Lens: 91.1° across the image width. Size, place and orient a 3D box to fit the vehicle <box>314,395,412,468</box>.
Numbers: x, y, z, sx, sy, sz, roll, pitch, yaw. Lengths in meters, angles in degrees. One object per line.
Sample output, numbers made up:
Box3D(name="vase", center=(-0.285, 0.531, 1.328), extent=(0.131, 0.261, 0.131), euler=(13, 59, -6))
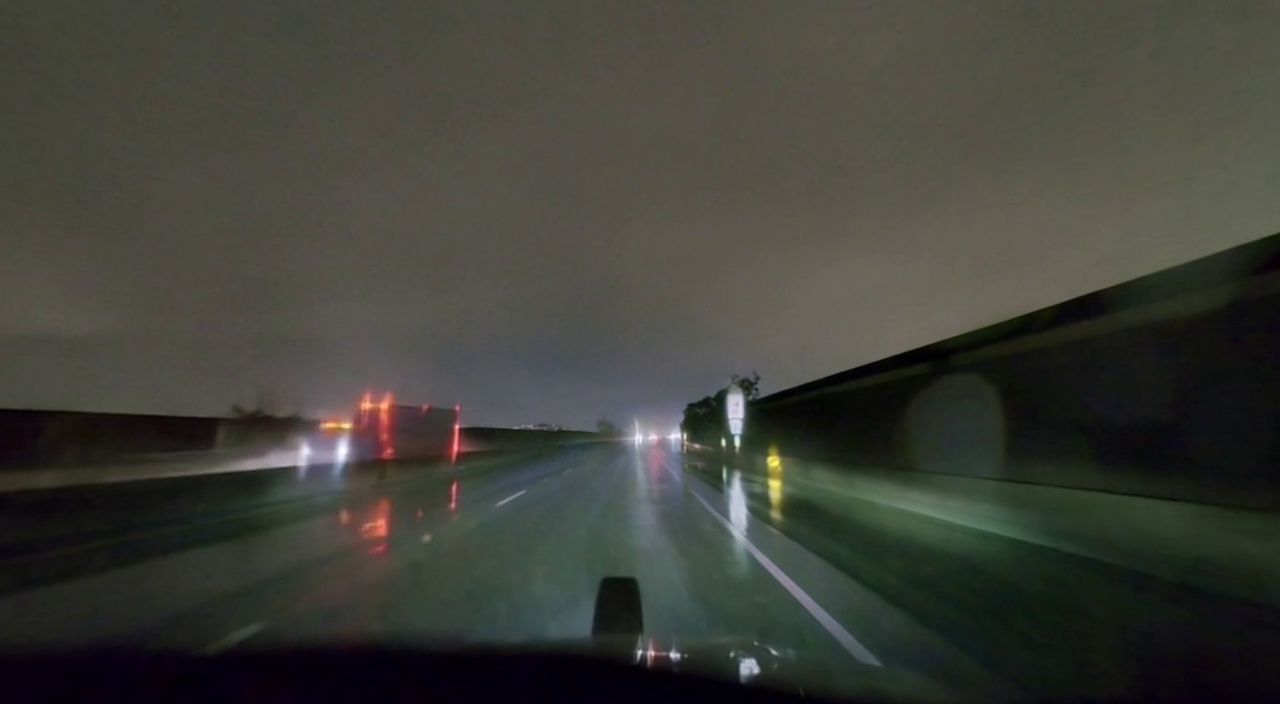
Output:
Box3D(name="vehicle", center=(-17.414, 5.088, 40.070), extent=(3.017, 4.196, 6.536), euler=(0, -8, 1))
